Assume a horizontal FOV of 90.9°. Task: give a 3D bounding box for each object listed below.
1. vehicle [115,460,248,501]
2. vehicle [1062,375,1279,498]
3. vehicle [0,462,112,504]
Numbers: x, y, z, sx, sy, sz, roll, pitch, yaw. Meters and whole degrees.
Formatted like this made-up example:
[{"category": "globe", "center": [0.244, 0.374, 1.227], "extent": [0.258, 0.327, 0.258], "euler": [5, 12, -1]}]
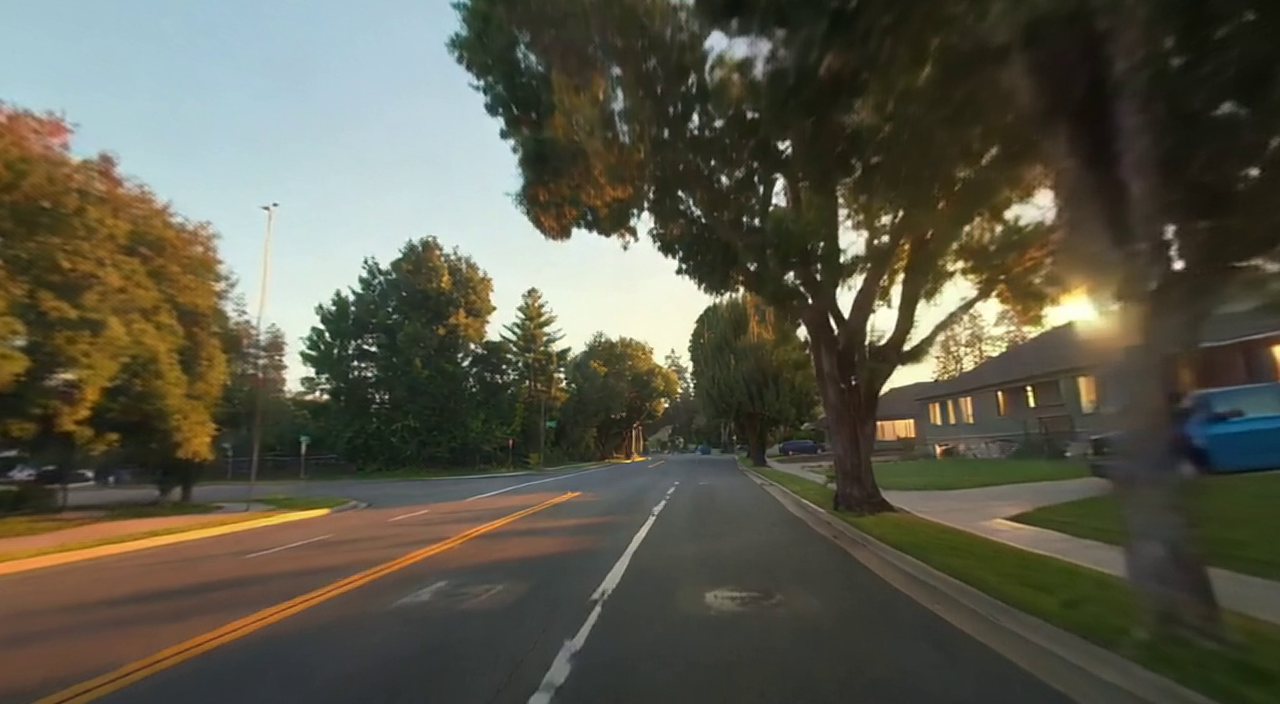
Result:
[{"category": "vehicle", "center": [-19.106, 5.354, 26.373], "extent": [4.270, 1.481, 1.972], "euler": [-4, -9, 9]}, {"category": "vehicle", "center": [11.362, 1.343, 11.326], "extent": [5.704, 1.788, 2.095], "euler": [-7, -8, 8]}, {"category": "vehicle", "center": [-25.897, 5.655, 27.154], "extent": [4.751, 1.489, 2.052], "euler": [-4, -8, 7]}]
